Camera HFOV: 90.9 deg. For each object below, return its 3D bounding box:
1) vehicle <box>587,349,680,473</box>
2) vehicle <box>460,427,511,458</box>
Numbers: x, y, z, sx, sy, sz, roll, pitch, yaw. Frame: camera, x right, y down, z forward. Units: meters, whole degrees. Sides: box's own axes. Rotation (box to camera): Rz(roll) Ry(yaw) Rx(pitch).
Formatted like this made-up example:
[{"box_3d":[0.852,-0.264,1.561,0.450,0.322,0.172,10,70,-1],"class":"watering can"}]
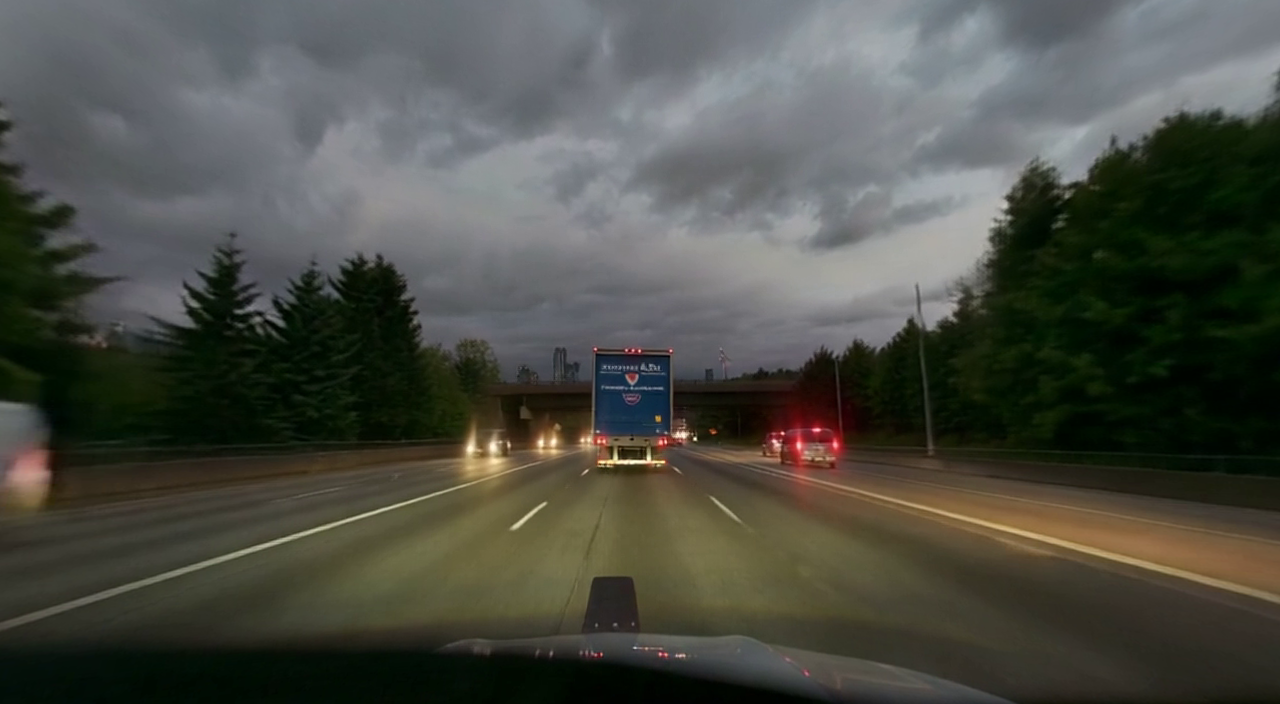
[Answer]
[{"box_3d":[-0.443,2.485,24.793,2.895,3.861,10.213,0,-8,-3],"class":"vehicle"},{"box_3d":[-9.147,5.385,37.588,2.043,1.672,4.101,0,-8,-1],"class":"vehicle"}]
